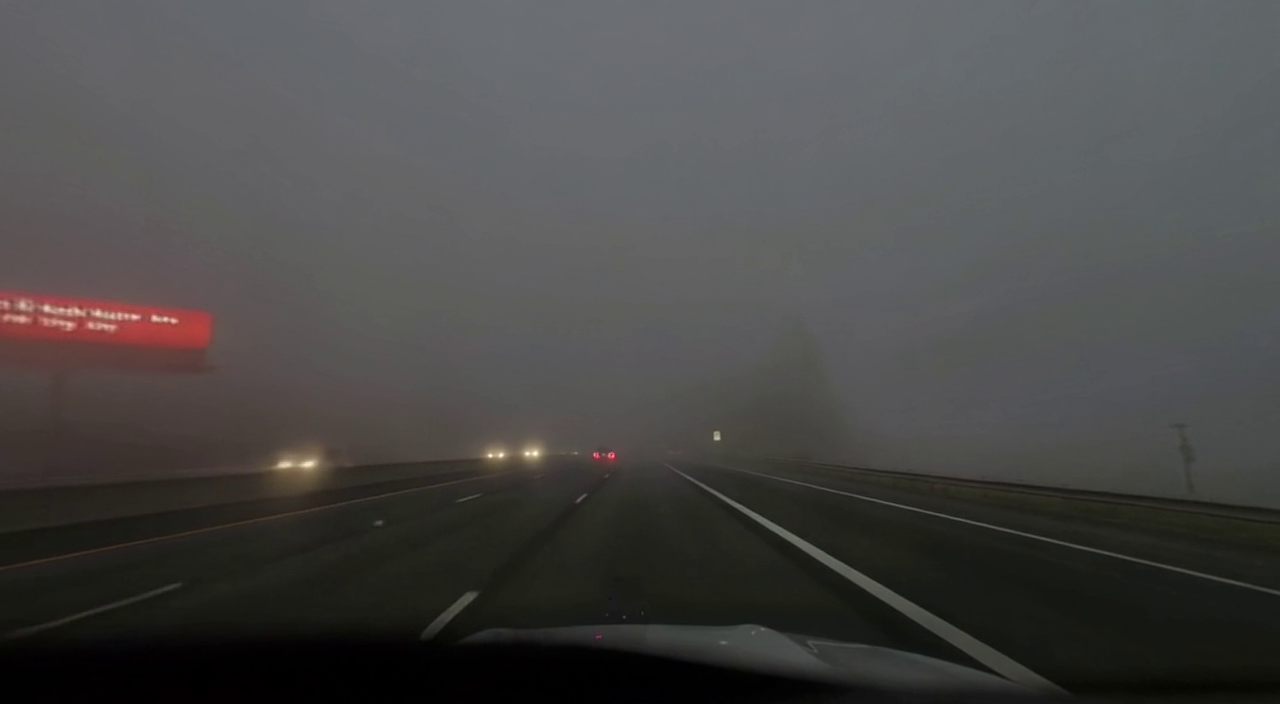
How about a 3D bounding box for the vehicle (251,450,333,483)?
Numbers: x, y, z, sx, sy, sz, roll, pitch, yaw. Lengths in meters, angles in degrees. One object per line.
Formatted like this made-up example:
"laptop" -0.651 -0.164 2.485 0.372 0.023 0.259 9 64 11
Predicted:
"vehicle" -20.485 6.732 37.400 2.166 1.740 4.691 0 -8 0
